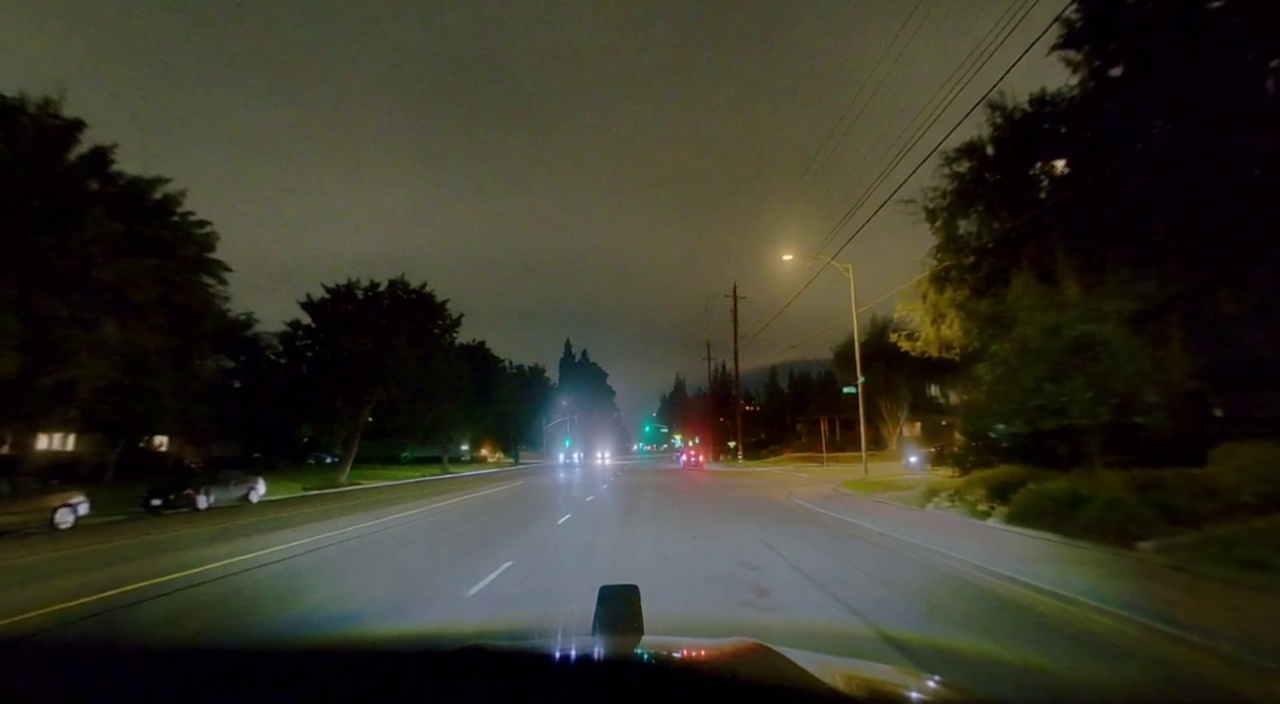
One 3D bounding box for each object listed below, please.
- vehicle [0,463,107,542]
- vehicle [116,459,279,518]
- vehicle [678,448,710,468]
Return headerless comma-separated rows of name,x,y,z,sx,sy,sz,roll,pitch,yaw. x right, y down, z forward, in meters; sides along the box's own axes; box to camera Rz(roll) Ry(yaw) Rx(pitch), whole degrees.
vehicle,-13.850,3.108,12.975,1.936,1.489,4.311,0,-8,2
vehicle,-13.696,4.213,19.962,1.863,1.481,4.363,-2,-9,2
vehicle,4.166,8.211,49.161,2.031,1.500,4.590,0,-8,-1
